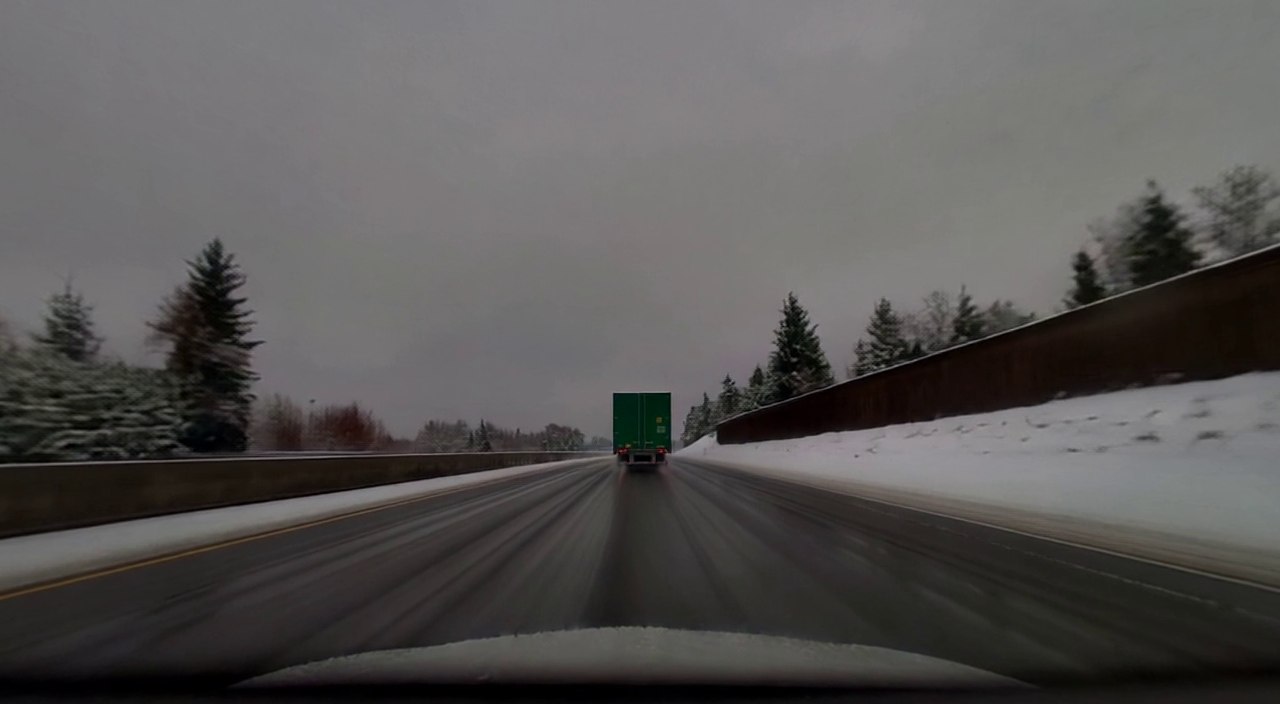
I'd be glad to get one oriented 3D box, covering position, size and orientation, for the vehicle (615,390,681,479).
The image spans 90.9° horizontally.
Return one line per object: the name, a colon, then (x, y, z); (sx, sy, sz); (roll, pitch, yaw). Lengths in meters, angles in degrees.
vehicle: (0.250, 4.447, 33.266); (2.900, 3.955, 10.151); (0, -9, -1)
